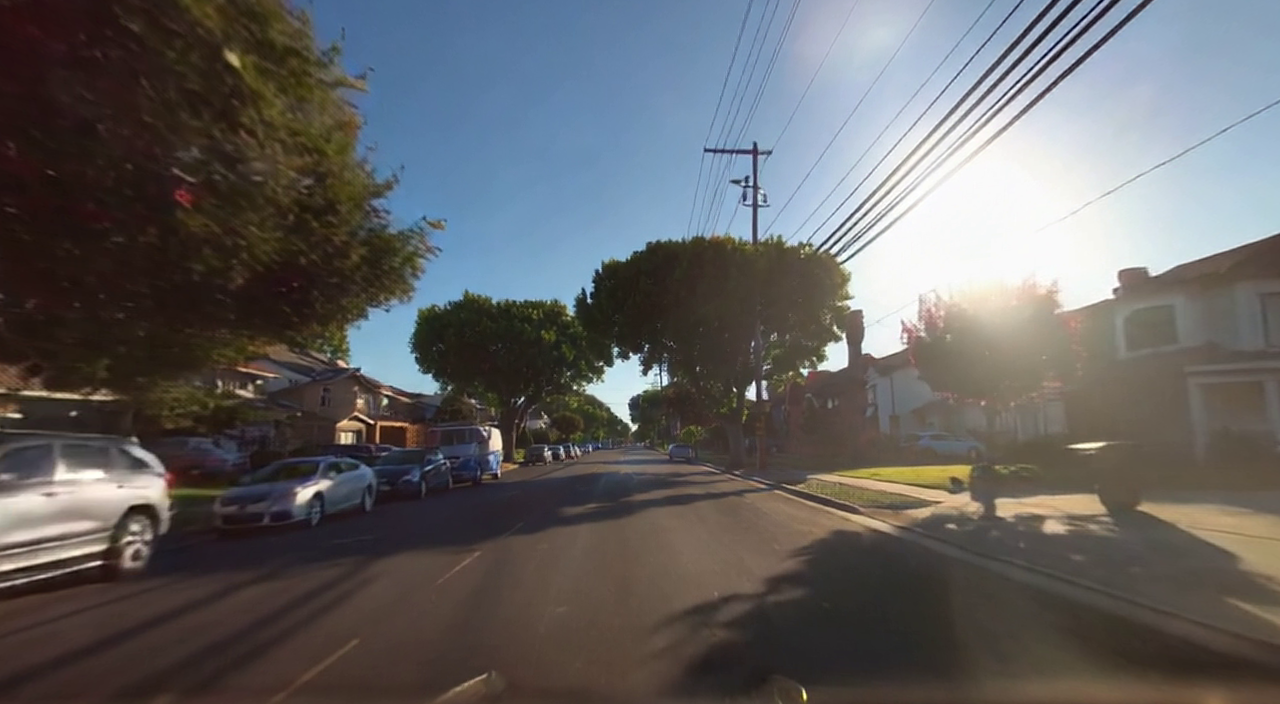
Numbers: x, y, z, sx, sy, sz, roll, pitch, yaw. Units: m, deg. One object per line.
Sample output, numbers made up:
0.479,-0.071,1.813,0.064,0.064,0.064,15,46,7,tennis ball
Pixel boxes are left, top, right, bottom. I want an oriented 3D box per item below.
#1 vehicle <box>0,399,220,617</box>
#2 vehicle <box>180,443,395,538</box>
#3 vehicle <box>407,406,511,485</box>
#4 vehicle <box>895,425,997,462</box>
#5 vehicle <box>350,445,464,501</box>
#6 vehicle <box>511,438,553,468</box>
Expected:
-6.429,1.433,5.849,1.941,1.832,4.666,-2,-9,-1,vehicle
-6.527,2.571,12.374,1.858,1.476,4.262,-1,-9,-2,vehicle
-6.905,3.738,24.997,2.439,2.724,5.647,0,-9,0,vehicle
15.929,4.827,33.035,4.275,1.645,1.874,-3,-10,1,vehicle
-6.763,3.541,18.841,1.846,1.427,4.260,-1,-9,-1,vehicle
-6.890,6.466,40.713,1.963,1.820,4.297,0,-8,-1,vehicle
